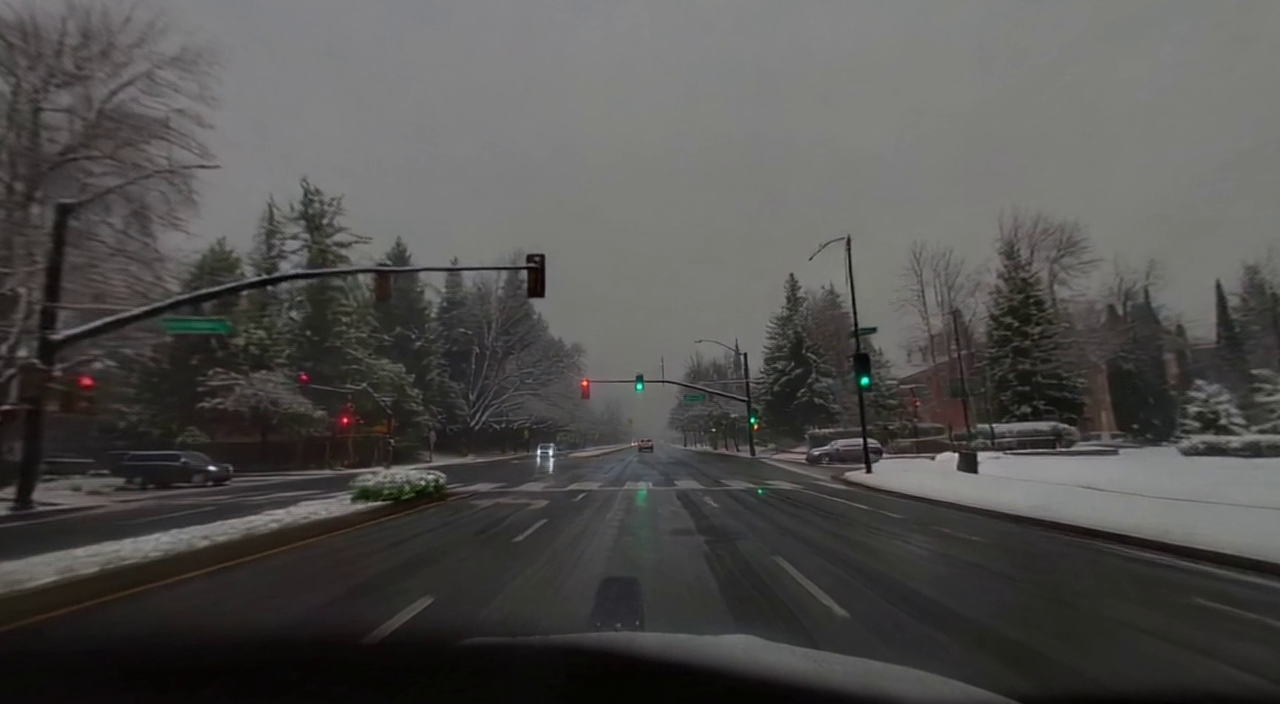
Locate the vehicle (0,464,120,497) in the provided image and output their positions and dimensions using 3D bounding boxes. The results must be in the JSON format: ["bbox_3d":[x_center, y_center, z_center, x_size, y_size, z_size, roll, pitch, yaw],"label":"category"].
[{"bbox_3d":[-28.461,6.268,30.895,4.505,1.460,1.929,-1,-9,6],"label":"vehicle"}]

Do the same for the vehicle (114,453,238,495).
[{"bbox_3d":[-22.130,5.797,30.234,4.445,1.805,1.944,-1,-8,2],"label":"vehicle"}]

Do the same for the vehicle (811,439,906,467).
[{"bbox_3d":[12.373,5.747,36.037,4.611,1.505,2.029,0,-9,-1],"label":"vehicle"}]
